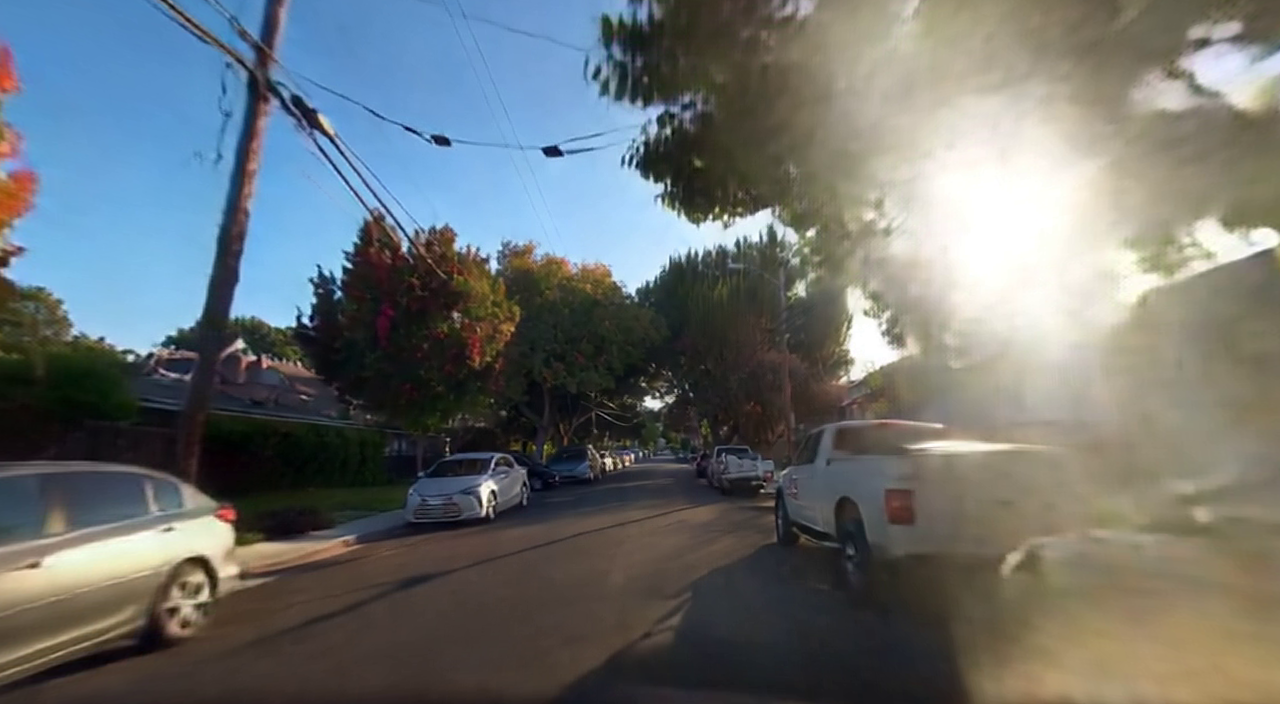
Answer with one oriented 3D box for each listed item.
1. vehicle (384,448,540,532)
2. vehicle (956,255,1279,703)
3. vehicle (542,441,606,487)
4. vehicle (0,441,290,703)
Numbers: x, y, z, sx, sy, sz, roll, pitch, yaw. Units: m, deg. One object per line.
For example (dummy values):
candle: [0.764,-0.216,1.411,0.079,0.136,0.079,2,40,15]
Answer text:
vehicle: [-3.754,2.977,14.343,1.988,1.541,4.686,-1,-8,3]
vehicle: [2.635,0.589,1.007,1.992,1.853,4.704,-1,-8,3]
vehicle: [-2.982,5.188,29.710,2.280,1.953,5.092,-1,-8,2]
vehicle: [-4.267,1.294,3.628,1.796,1.532,4.244,-1,-8,5]
